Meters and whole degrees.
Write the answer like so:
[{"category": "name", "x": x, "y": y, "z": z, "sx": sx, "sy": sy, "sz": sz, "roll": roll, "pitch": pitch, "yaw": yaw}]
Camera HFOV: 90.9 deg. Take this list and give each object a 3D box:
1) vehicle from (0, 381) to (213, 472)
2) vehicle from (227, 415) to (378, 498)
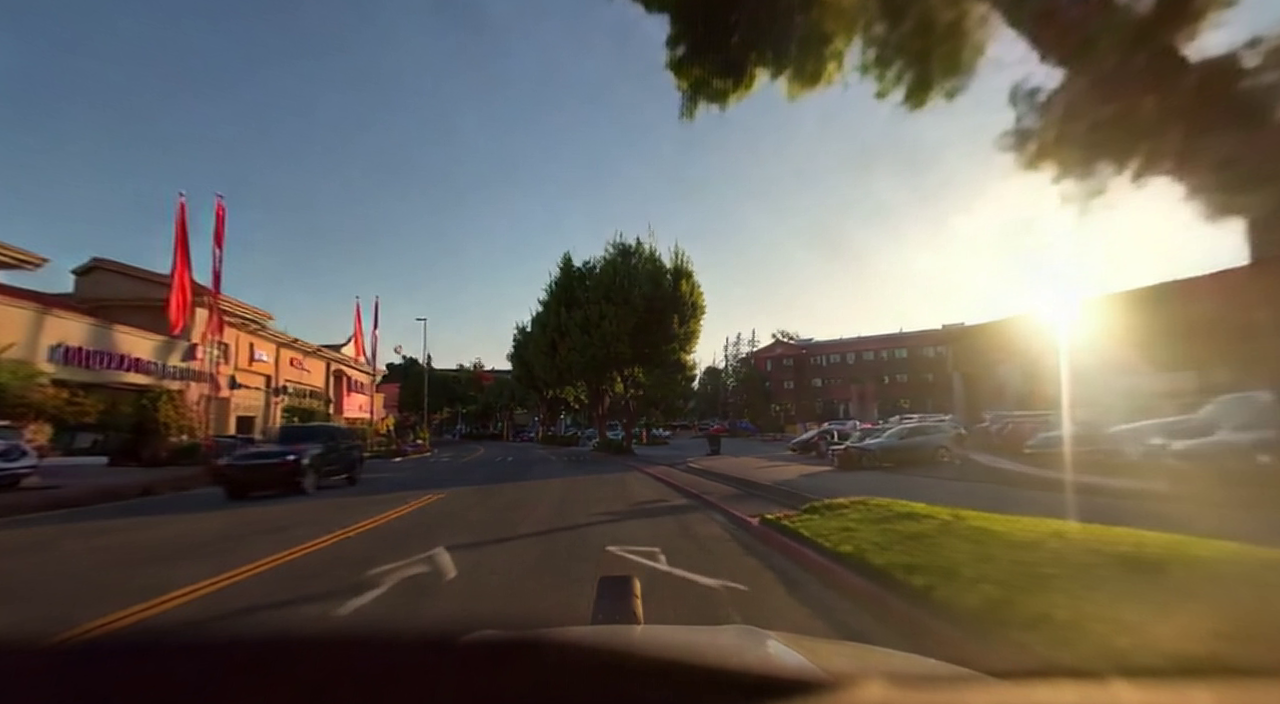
[{"category": "vehicle", "x": -22.946, "y": 3.055, "z": 25.720, "sx": 8.479, "sy": 3.396, "sz": 3.021, "roll": 3, "pitch": -8, "yaw": -23}, {"category": "vehicle", "x": -8.735, "y": 2.710, "z": 16.825, "sx": 2.026, "sy": 1.882, "sz": 4.277, "roll": 1, "pitch": -8, "yaw": -7}]
